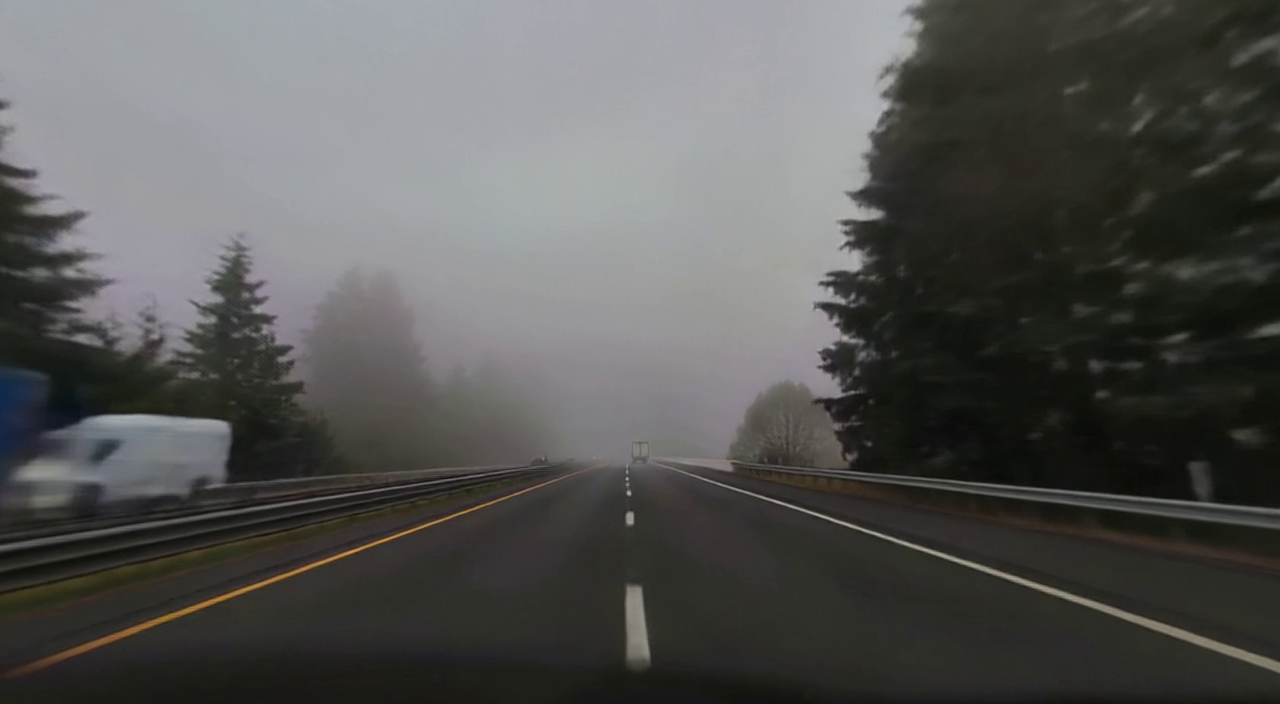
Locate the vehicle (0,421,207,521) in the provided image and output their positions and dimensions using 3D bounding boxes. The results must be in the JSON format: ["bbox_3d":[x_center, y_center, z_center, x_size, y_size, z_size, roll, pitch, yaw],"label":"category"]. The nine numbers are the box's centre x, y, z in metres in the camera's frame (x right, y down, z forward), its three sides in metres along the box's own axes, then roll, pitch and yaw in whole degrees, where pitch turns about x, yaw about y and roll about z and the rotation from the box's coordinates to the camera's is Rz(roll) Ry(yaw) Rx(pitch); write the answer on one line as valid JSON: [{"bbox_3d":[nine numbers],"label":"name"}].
[{"bbox_3d":[-11.192,2.320,12.693,1.861,1.662,4.332,0,-9,-1],"label":"vehicle"}]
